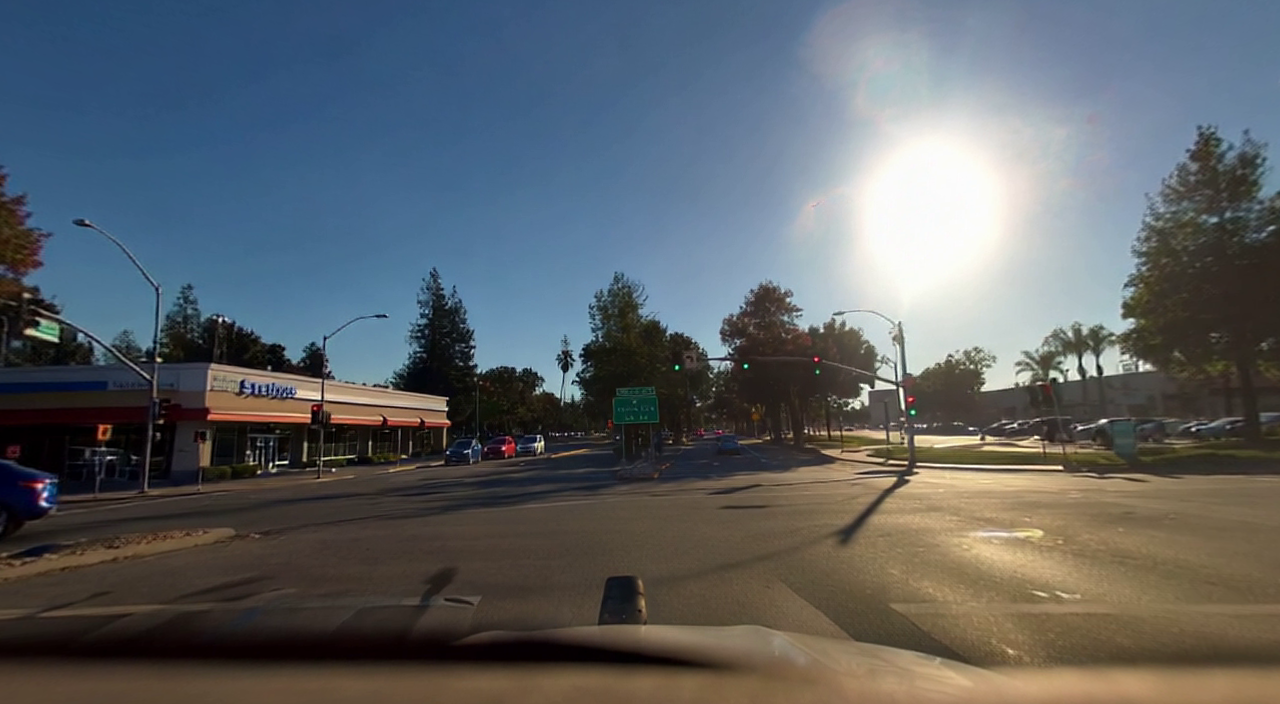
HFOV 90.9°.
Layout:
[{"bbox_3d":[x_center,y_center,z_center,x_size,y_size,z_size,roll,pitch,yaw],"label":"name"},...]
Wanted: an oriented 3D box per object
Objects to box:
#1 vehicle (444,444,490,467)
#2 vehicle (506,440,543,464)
[{"bbox_3d":[-11.688,7.030,42.913,2.111,1.499,4.371,0,-9,-3],"label":"vehicle"},{"bbox_3d":[-7.984,6.985,44.042,1.920,1.546,4.086,0,-9,-2],"label":"vehicle"}]
